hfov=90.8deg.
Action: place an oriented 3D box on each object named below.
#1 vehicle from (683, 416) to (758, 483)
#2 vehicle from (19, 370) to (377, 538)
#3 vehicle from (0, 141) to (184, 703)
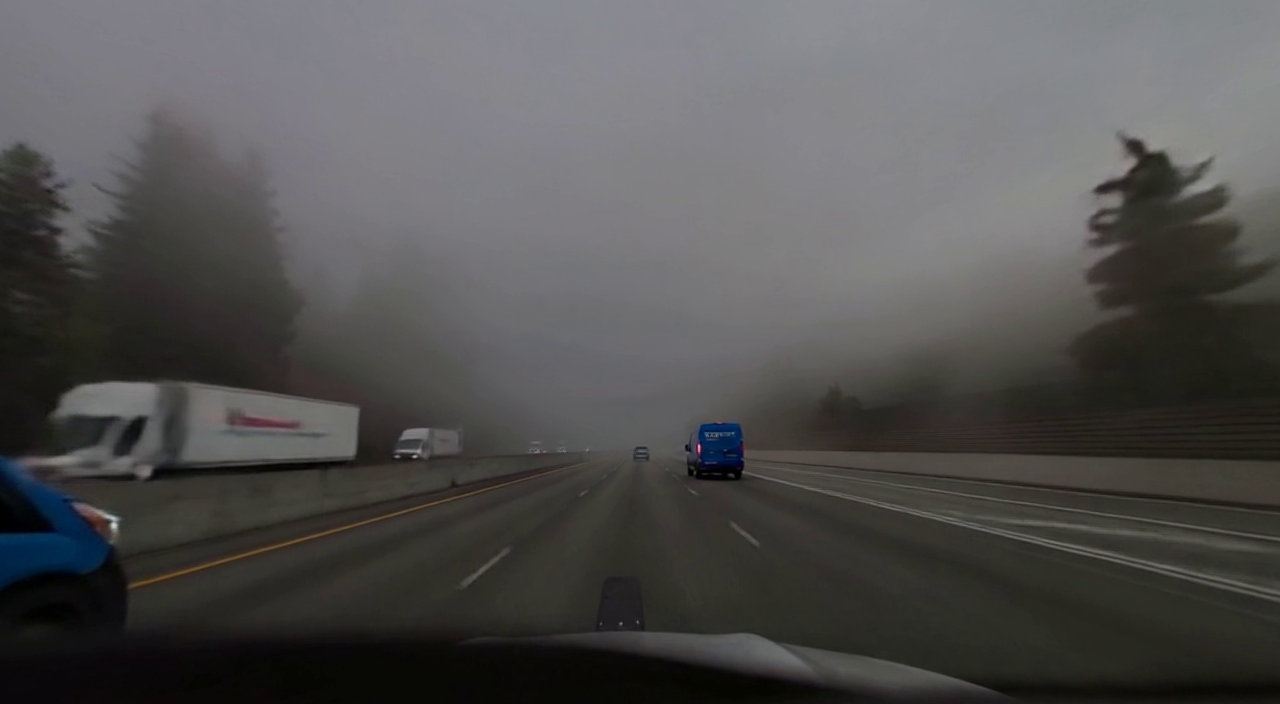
[{"bbox_3d":[3.303,4.214,27.273,2.373,2.561,5.922,0,-9,-1],"label":"vehicle"},{"bbox_3d":[-16.718,4.284,27.313,3.415,5.033,16.486,0,-9,1],"label":"vehicle"},{"bbox_3d":[-3.740,0.092,0.158,2.409,2.523,6.275,0,-9,1],"label":"vehicle"}]
